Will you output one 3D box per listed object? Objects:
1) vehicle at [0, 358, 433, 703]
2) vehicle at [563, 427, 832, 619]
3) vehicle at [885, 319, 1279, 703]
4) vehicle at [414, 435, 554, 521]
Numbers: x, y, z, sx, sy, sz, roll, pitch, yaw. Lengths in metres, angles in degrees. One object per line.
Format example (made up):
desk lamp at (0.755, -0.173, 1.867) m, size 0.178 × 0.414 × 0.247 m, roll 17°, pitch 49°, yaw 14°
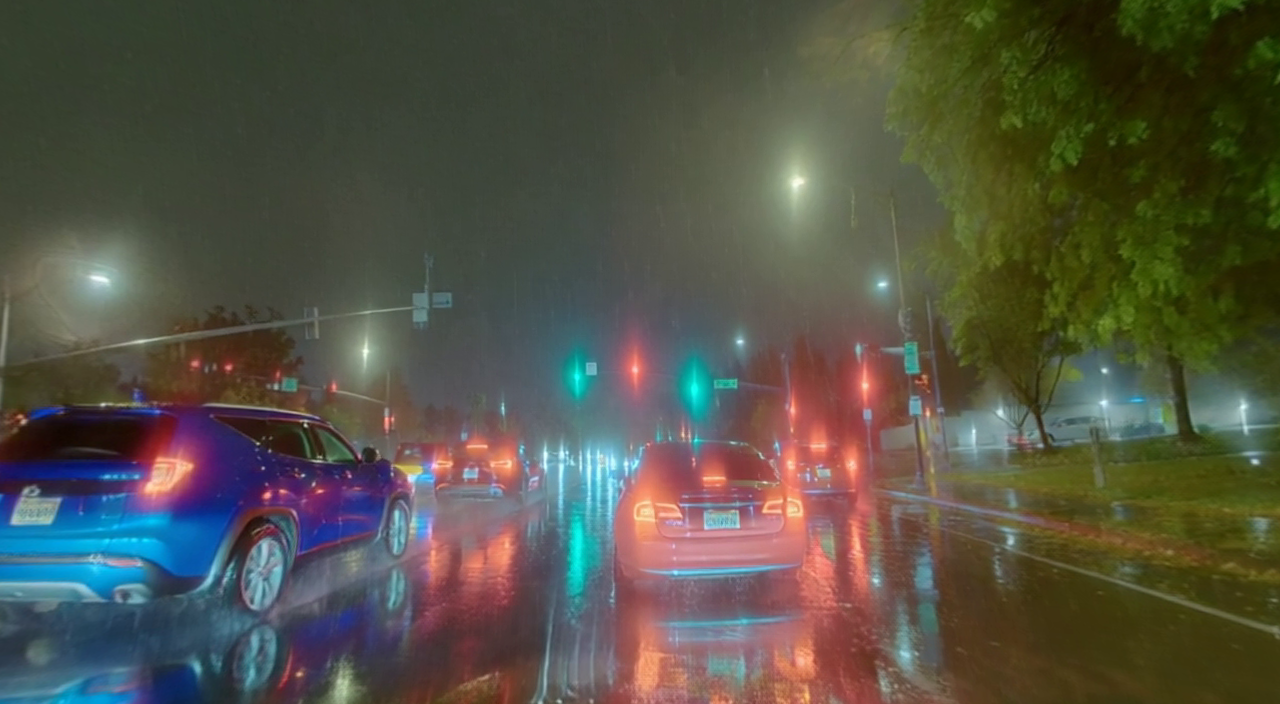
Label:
vehicle at (-3.470, 1.222, 5.283) m, size 1.889 × 1.767 × 4.289 m, roll 0°, pitch -8°, yaw 1°
vehicle at (0.435, 1.606, 6.839) m, size 2.051 × 1.460 × 3.932 m, roll 0°, pitch -8°, yaw 0°
vehicle at (3.041, 0.921, 3.051) m, size 1.880 × 1.747 × 4.500 m, roll 0°, pitch -8°, yaw 0°
vehicle at (-3.079, 2.566, 13.318) m, size 1.868 × 1.516 × 4.114 m, roll 0°, pitch -8°, yaw 0°
